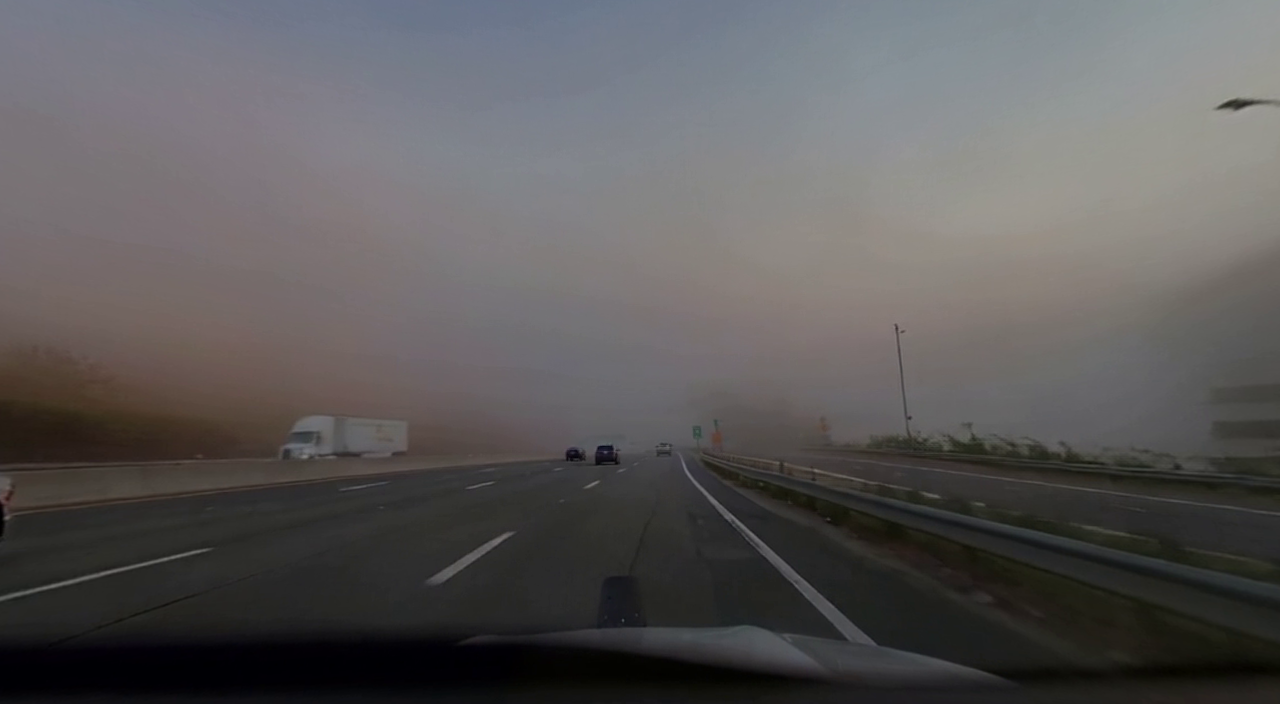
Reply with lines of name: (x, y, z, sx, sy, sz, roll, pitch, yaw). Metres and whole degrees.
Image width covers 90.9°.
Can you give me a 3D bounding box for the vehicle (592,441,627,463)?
vehicle: (-2.128, 7.190, 45.569, 2.112, 1.489, 4.266, -1, -8, 3)
